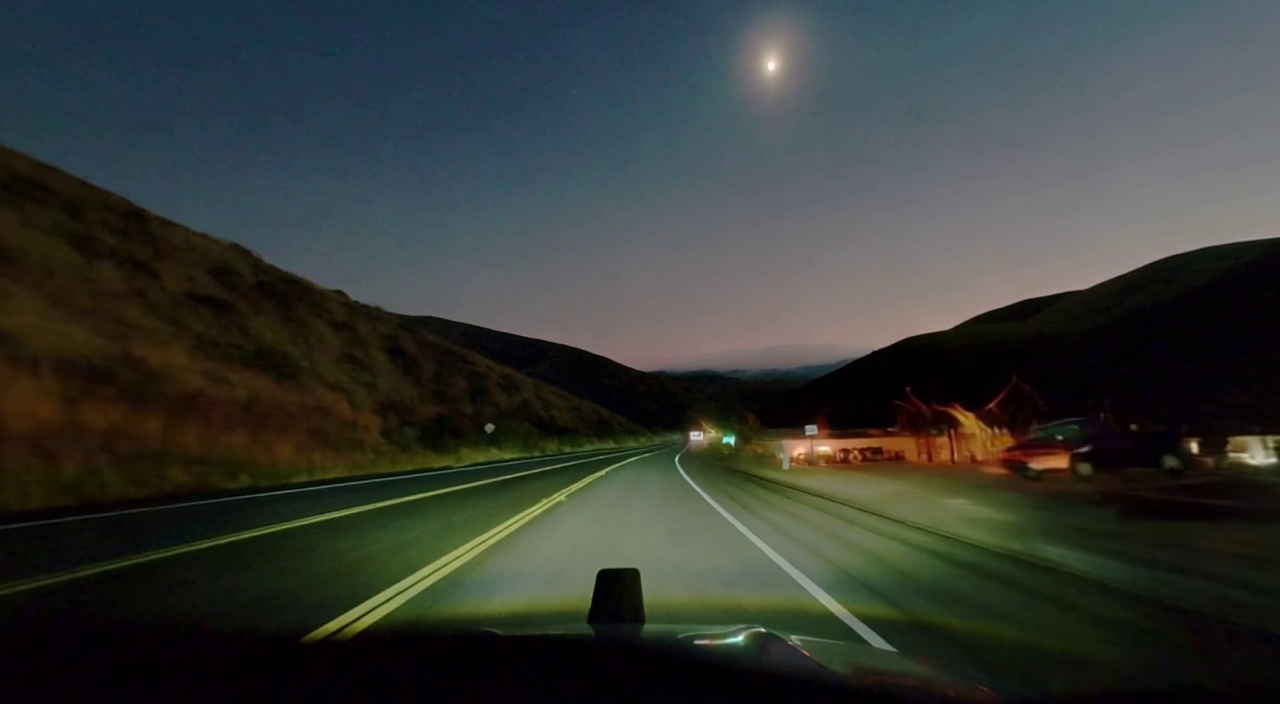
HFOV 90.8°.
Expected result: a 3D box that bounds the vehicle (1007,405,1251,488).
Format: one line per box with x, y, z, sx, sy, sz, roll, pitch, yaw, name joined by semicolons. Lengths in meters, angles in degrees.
13.151;2.707;17.613;2.352;1.872;5.103;-2;-10;-5;vehicle
